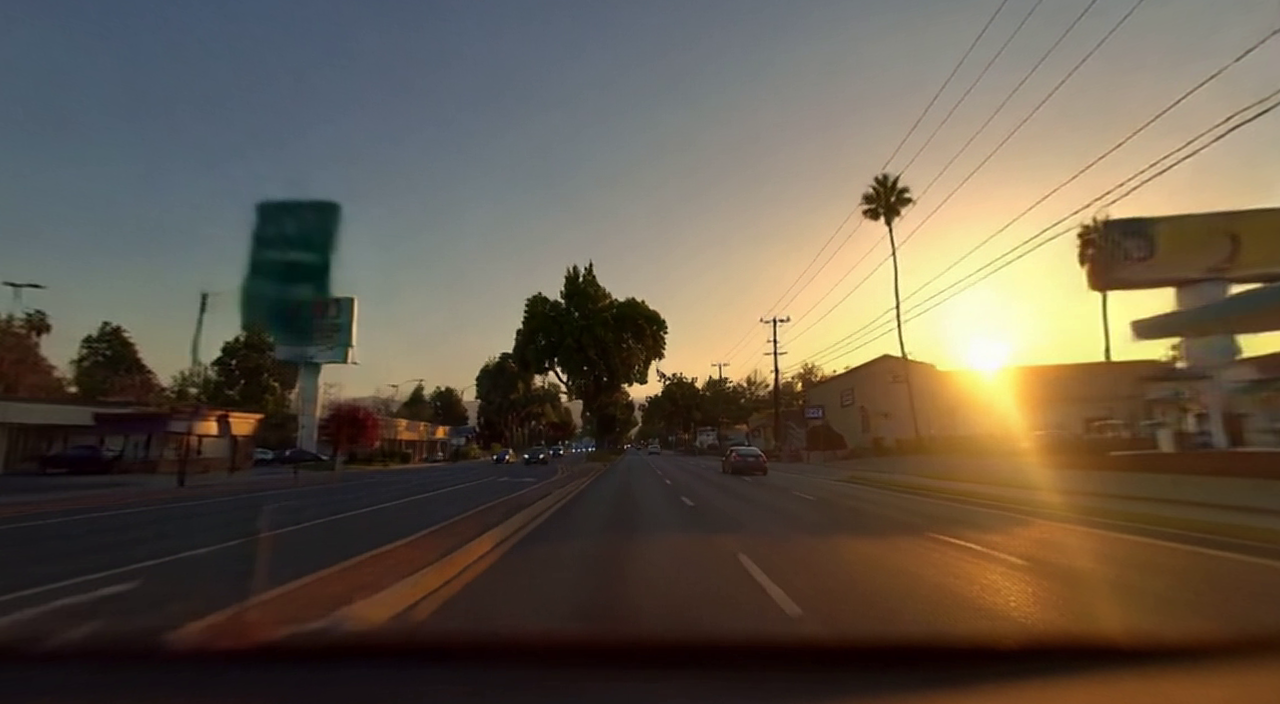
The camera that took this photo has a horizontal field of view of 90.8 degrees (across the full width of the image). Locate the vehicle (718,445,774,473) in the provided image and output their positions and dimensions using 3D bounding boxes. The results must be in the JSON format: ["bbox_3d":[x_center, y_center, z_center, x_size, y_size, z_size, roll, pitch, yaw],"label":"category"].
[{"bbox_3d":[5.892,6.004,35.654,2.261,1.479,4.403,0,-8,-2],"label":"vehicle"}]
